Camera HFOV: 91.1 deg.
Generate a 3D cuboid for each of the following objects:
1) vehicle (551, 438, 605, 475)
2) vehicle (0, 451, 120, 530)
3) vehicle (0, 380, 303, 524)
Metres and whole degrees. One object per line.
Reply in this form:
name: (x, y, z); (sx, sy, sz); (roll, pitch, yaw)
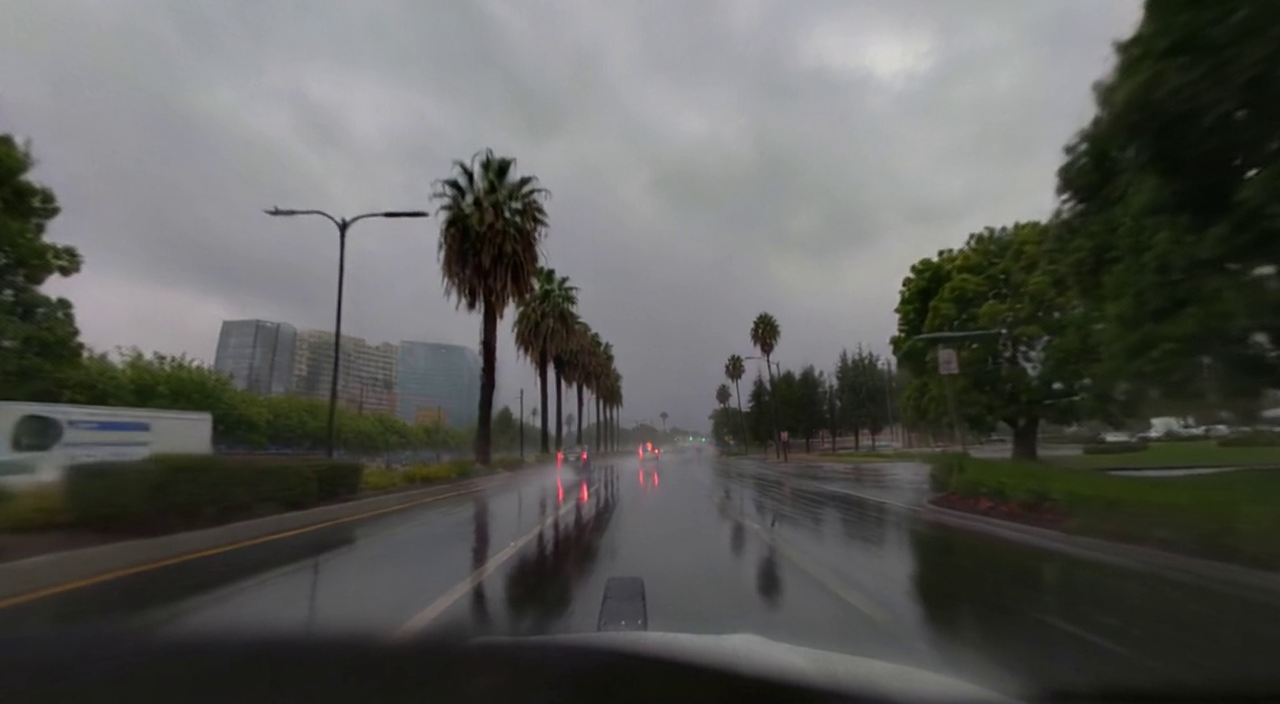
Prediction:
vehicle: (-3.226, 5.545, 33.542); (2.188, 1.819, 4.667); (0, -9, 3)
vehicle: (-16.402, 3.364, 15.319); (2.402, 1.844, 5.766); (0, -9, 1)
vehicle: (-20.770, 4.046, 27.301); (2.968, 4.370, 16.176); (0, -7, 1)
